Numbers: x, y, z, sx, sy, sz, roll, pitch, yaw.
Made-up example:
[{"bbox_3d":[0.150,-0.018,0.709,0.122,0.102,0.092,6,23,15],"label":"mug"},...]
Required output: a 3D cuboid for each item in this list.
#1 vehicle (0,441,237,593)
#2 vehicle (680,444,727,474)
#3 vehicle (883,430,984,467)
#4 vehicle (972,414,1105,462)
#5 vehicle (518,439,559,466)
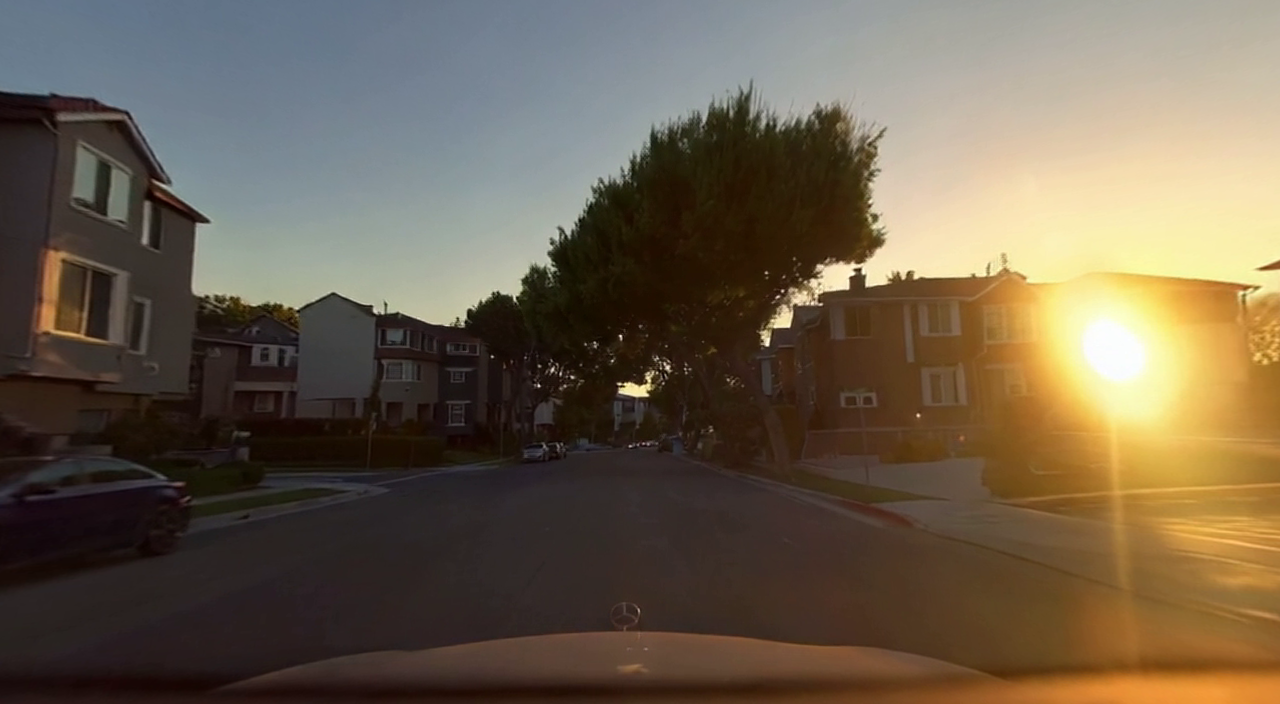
[{"bbox_3d":[-7.210,1.831,7.299,1.912,1.466,4.754,-2,-9,0],"label":"vehicle"},{"bbox_3d":[3.356,5.763,34.180,1.956,1.468,4.698,1,-9,-2],"label":"vehicle"},{"bbox_3d":[13.122,4.386,28.538,2.068,1.522,4.810,1,-9,-2],"label":"vehicle"},{"bbox_3d":[18.070,4.018,29.028,2.315,1.991,5.686,0,-9,-1],"label":"vehicle"},{"bbox_3d":[-7.838,7.841,49.234,2.230,2.025,4.977,0,-9,1],"label":"vehicle"}]
